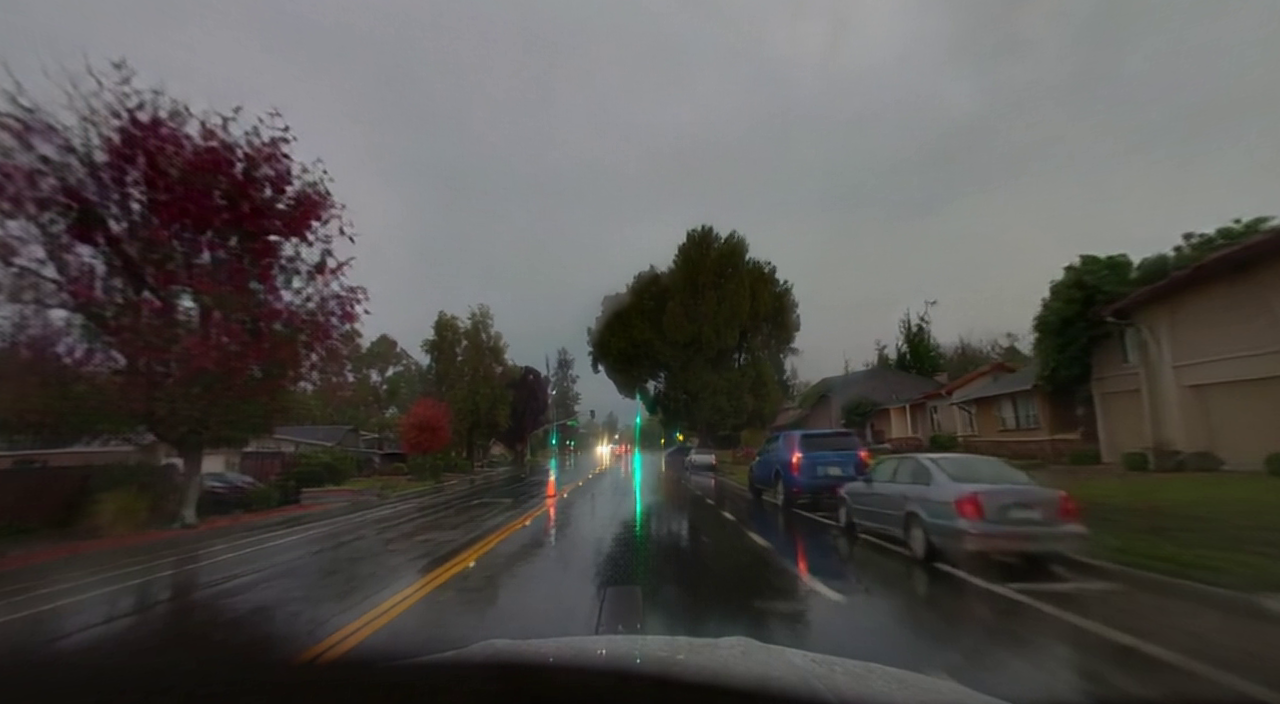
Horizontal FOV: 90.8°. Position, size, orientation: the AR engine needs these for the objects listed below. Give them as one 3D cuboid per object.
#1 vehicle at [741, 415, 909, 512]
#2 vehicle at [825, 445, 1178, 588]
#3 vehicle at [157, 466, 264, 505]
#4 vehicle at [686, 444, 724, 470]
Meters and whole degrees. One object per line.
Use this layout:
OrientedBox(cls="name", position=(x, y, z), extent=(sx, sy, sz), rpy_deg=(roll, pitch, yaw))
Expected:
OrientedBox(cls="vehicle", position=(4.116, 2.600, 15.169), extent=(2.255, 1.914, 4.967), rpy_deg=(0, -9, -3))
OrientedBox(cls="vehicle", position=(4.146, 1.922, 8.391), extent=(1.928, 1.333, 4.586), rpy_deg=(0, -9, -1))
OrientedBox(cls="vehicle", position=(-20.229, 6.270, 30.078), extent=(2.015, 1.444, 4.958), rpy_deg=(-1, -9, -5))
OrientedBox(cls="vehicle", position=(3.909, 6.396, 38.600), extent=(1.870, 1.441, 4.539), rpy_deg=(-1, -9, 1))
